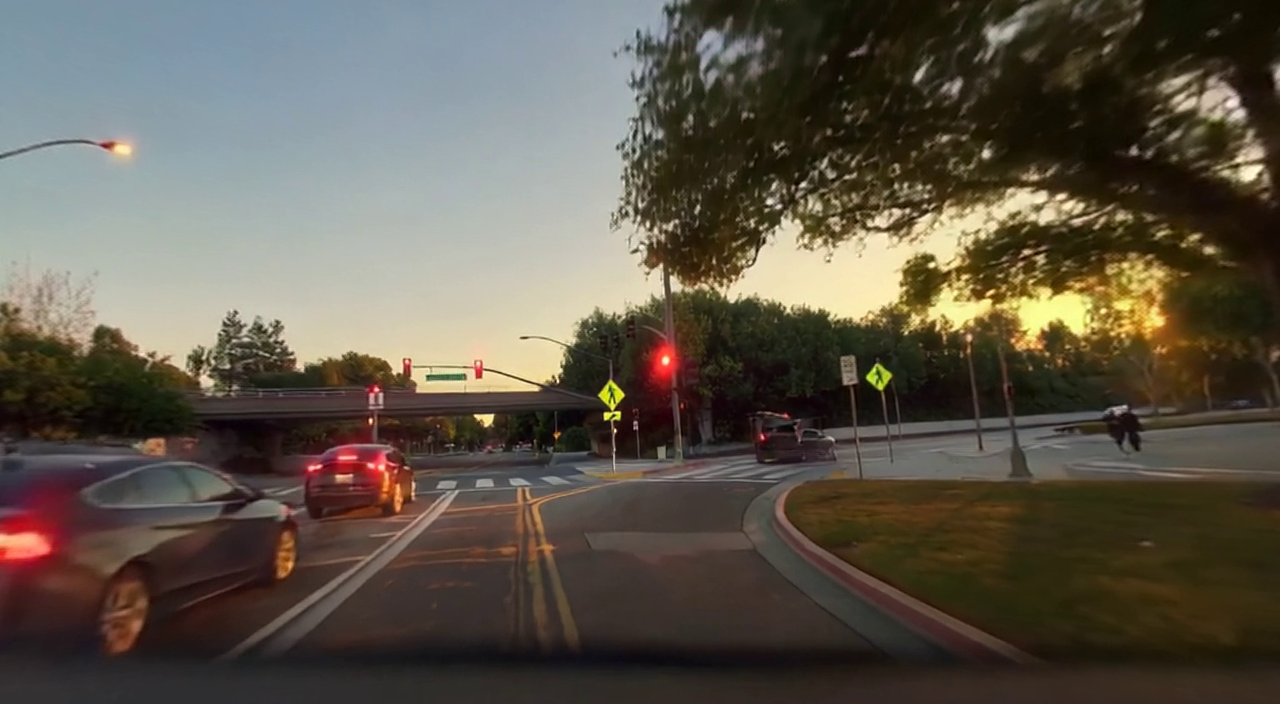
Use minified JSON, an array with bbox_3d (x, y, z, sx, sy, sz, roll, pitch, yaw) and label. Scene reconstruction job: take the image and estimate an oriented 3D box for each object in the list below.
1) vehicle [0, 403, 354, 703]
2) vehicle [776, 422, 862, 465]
[{"bbox_3d":[-3.661,1.236,4.177,2.176,1.489,4.518,1,-9,-11],"label":"vehicle"},{"bbox_3d":[7.539,3.824,26.381,1.908,1.622,4.166,-7,-11,39],"label":"vehicle"}]
